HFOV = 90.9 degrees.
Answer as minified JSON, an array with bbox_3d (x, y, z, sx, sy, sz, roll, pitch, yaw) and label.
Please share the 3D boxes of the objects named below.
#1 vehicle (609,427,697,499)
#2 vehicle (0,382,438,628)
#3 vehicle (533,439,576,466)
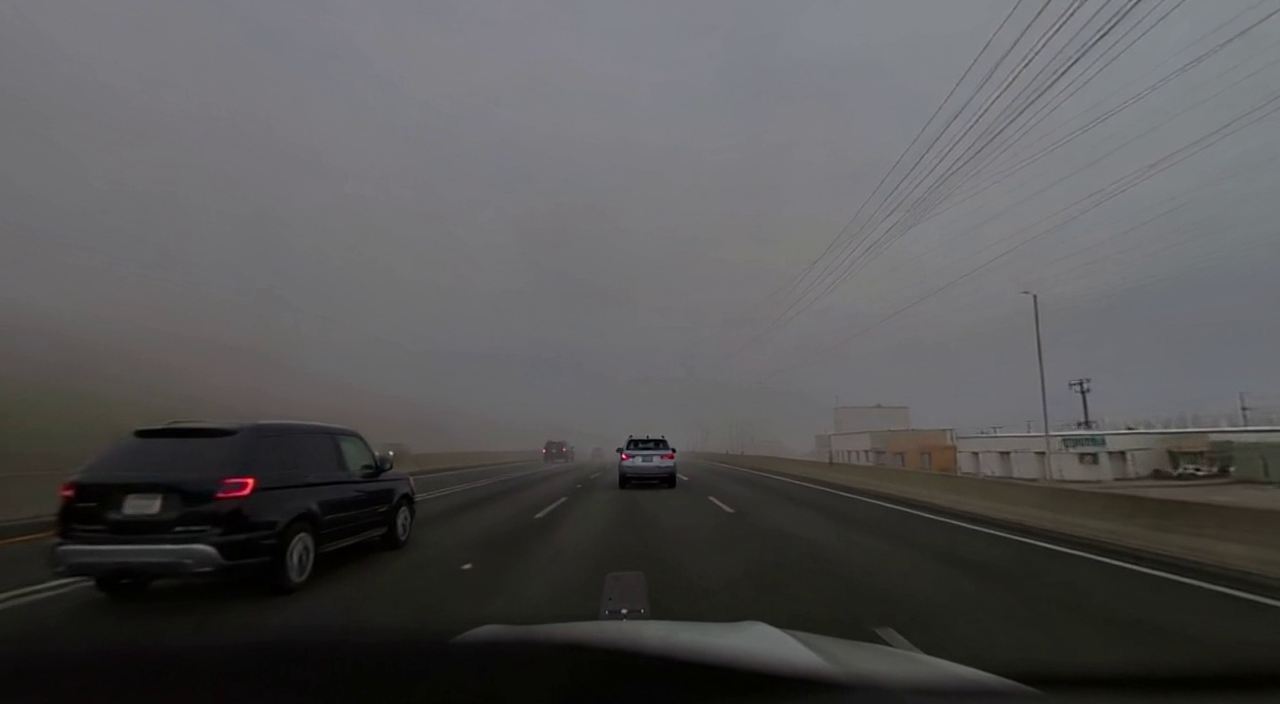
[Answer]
[{"bbox_3d":[0.315,2.993,17.374,2.134,1.733,4.049,0,-8,0],"label":"vehicle"},{"bbox_3d":[-3.992,1.419,6.802,2.125,1.764,4.393,0,-8,0],"label":"vehicle"},{"bbox_3d":[-6.026,7.107,44.819,2.220,1.841,4.516,0,-8,3],"label":"vehicle"}]
